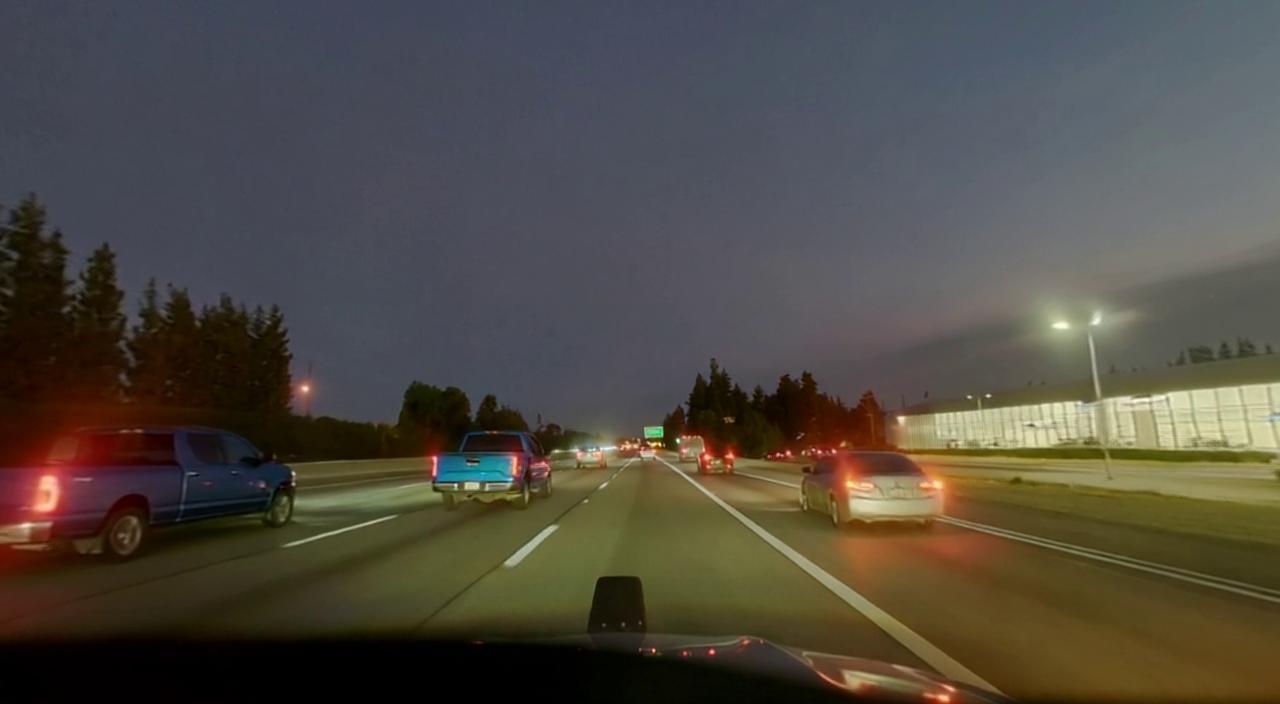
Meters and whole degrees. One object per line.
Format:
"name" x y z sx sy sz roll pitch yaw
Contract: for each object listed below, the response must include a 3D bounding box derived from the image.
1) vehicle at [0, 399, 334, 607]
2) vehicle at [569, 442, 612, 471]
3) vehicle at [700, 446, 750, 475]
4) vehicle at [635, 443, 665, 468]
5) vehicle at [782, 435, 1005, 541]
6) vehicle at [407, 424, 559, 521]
"vehicle" -6.499 1.703 8.177 2.428 1.812 5.131 0 -8 1
"vehicle" -3.043 6.545 39.791 2.209 1.714 4.576 0 -8 1
"vehicle" 4.523 5.814 34.201 2.072 1.456 4.537 0 -8 0
"vehicle" 0.709 7.488 45.946 2.080 1.682 4.150 0 -8 0
"vehicle" 4.137 2.278 11.298 2.111 1.498 4.466 0 -8 0
"vehicle" -3.212 2.578 14.054 2.146 1.775 4.553 0 -8 1
